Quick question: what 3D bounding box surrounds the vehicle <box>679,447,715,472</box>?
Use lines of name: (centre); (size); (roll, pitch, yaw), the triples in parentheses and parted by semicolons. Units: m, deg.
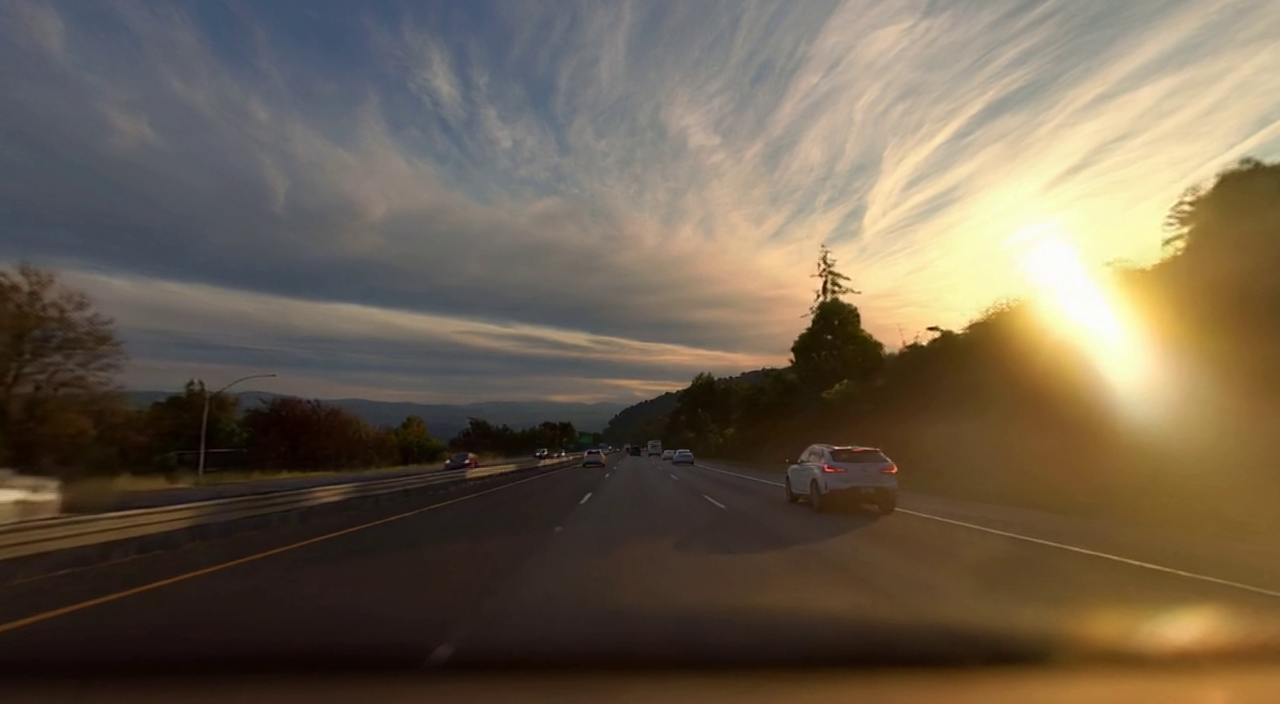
vehicle: (3.625, 6.928, 40.845); (1.846, 1.480, 3.694); (0, -9, -2)

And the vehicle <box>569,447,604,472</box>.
vehicle: (-3.486, 7.084, 41.810); (2.021, 1.507, 4.272); (0, -9, -1)

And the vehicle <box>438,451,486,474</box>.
vehicle: (-12.116, 7.518, 43.226); (1.918, 1.488, 4.565); (0, -9, 0)

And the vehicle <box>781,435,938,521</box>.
vehicle: (4.520, 2.641, 13.682); (1.903, 1.566, 3.866); (0, -9, -2)
